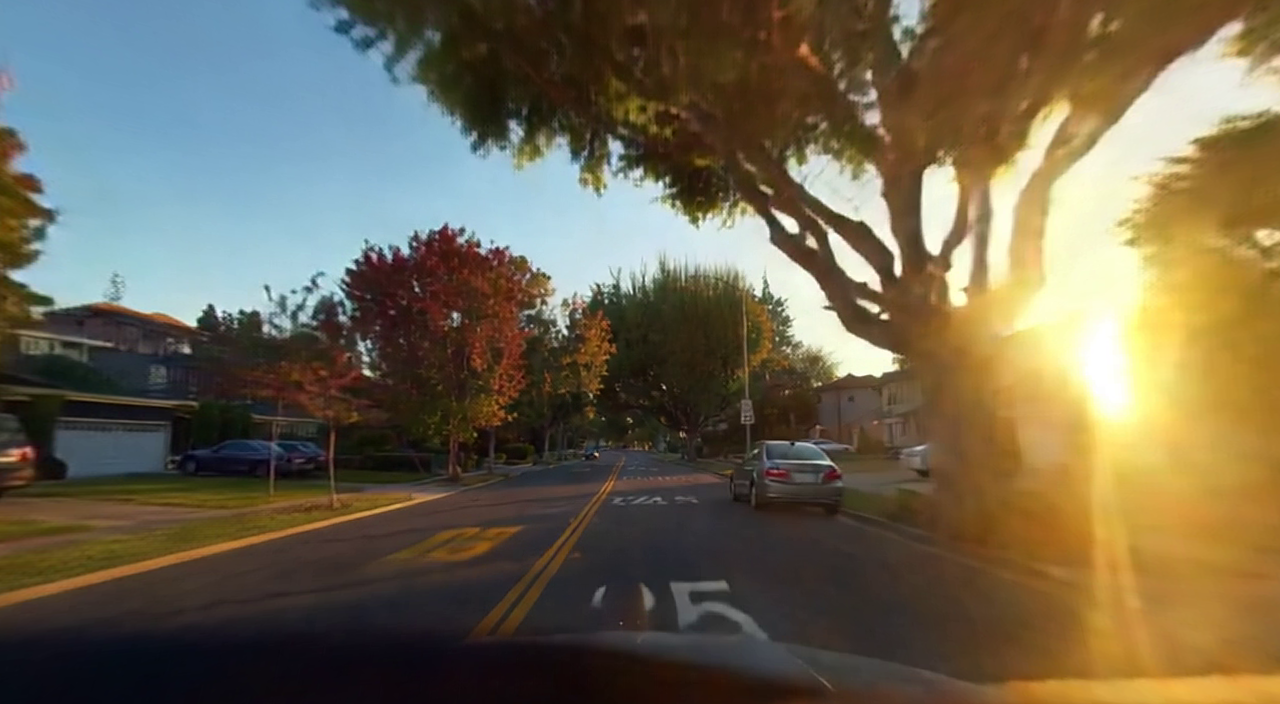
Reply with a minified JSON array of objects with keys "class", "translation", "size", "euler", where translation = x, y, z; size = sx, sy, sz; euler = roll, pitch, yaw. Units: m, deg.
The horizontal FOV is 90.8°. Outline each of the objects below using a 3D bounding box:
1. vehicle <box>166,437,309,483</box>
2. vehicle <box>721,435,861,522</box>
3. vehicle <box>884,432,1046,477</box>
[{"class":"vehicle","translation":[-16.147,4.336,25.551],"size":[4.331,1.738,2.067],"euler":[0,-9,1]},{"class":"vehicle","translation":[3.152,2.725,14.279],"size":[1.988,1.618,4.567],"euler":[0,-8,-1]},{"class":"vehicle","translation":[11.282,3.583,22.220],"size":[4.472,1.481,2.143],"euler":[0,-8,0]}]
